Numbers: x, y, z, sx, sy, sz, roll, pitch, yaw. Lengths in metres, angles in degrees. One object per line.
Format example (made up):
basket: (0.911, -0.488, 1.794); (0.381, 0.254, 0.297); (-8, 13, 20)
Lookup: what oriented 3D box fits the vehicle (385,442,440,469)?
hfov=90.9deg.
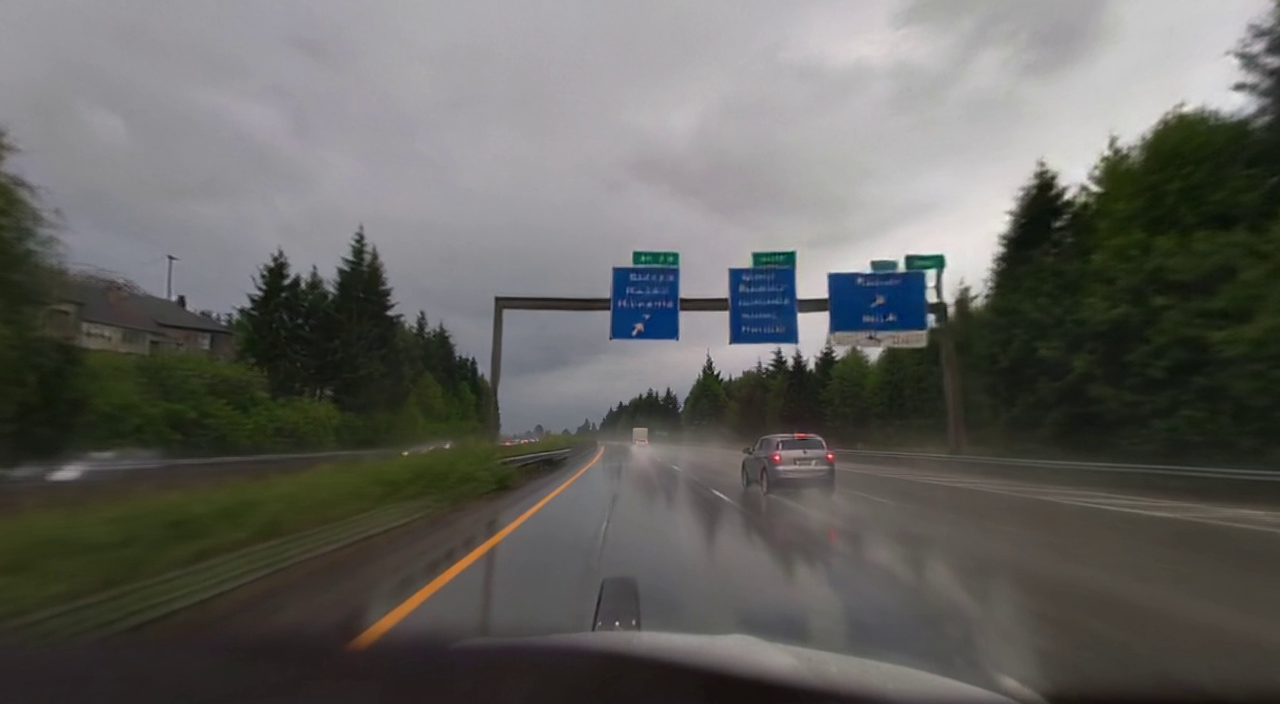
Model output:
vehicle: (-14.101, 6.421, 39.301); (1.922, 1.530, 4.422); (0, -8, -2)

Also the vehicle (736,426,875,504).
vehicle: (3.639, 2.550, 14.744); (1.958, 1.526, 4.227); (0, -8, -2)

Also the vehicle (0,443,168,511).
vehicle: (-16.607, 3.554, 18.549); (1.893, 1.670, 4.671); (0, -8, -2)
